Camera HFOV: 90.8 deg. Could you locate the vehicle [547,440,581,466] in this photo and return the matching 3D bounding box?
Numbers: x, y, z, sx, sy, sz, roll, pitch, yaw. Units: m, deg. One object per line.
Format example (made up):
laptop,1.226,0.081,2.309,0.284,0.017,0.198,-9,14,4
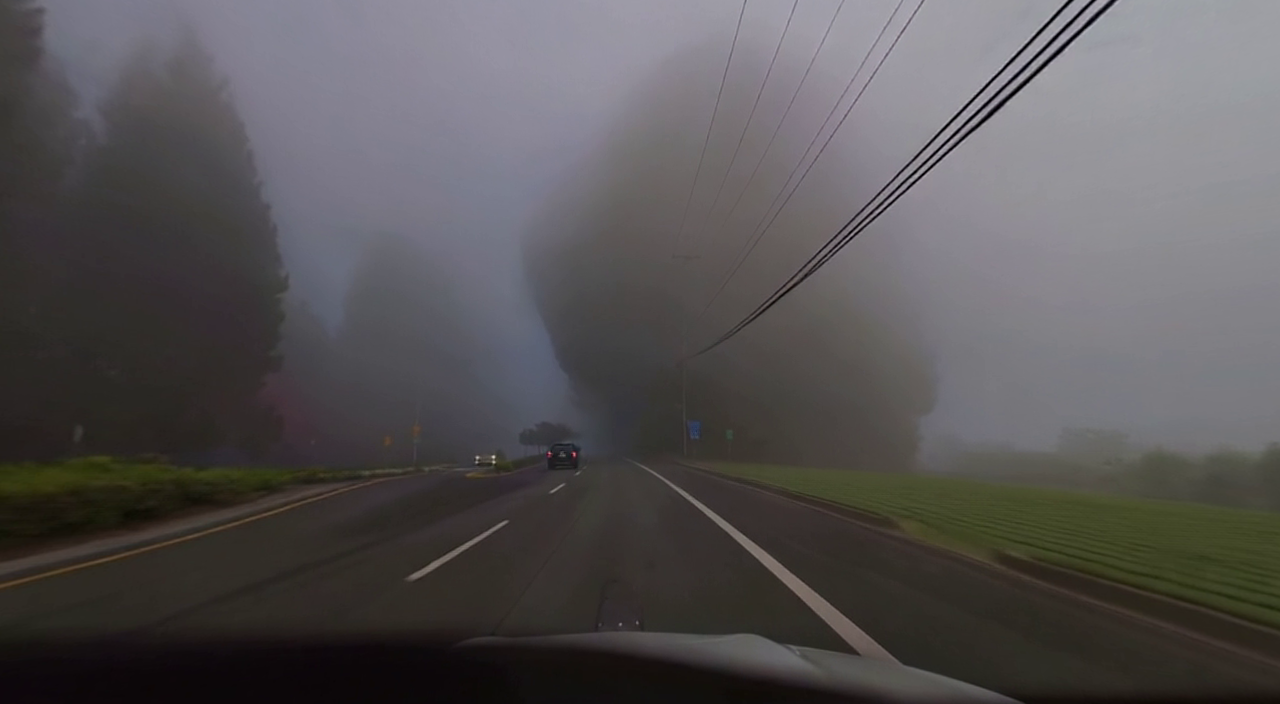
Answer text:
vehicle,-5.884,7.881,49.380,2.246,1.885,5.275,1,-9,-3
